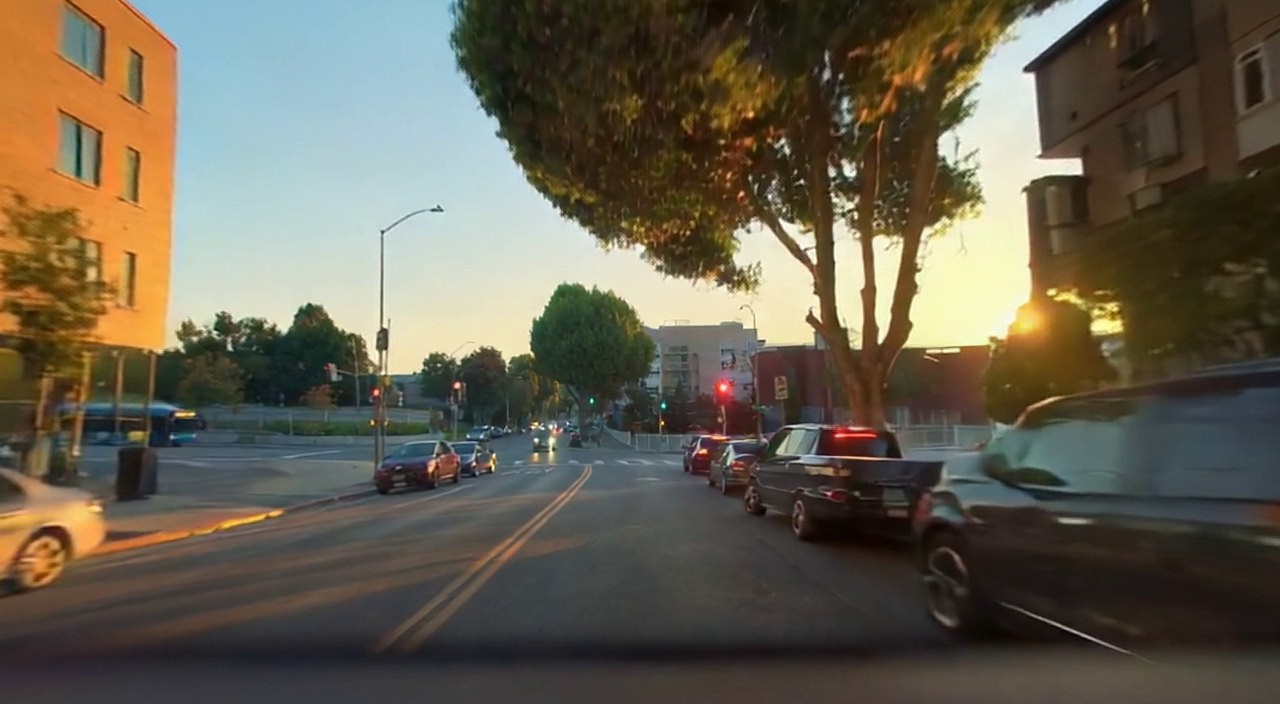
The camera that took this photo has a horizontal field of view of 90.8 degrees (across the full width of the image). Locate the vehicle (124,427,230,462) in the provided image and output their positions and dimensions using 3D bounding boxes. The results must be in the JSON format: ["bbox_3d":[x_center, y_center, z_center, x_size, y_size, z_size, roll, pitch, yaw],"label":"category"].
[{"bbox_3d":[-29.016,5.814,39.741,4.704,2.065,2.328,0,-8,-2],"label":"vehicle"}]

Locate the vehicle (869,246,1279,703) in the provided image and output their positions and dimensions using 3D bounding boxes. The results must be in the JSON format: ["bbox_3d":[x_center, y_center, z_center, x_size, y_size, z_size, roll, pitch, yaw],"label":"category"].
[{"bbox_3d":[2.765,0.760,2.589,1.954,1.845,4.682,0,-8,1],"label":"vehicle"}]

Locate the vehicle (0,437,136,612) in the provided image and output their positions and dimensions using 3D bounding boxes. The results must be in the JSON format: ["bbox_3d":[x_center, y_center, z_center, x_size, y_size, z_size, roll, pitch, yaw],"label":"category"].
[{"bbox_3d":[-6.646,1.421,4.586,2.033,1.523,4.867,-3,-8,-1],"label":"vehicle"}]

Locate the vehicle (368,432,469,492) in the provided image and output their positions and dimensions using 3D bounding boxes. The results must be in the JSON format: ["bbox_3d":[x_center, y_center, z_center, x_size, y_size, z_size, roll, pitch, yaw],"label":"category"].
[{"bbox_3d":[-7.138,3.570,20.854,1.893,1.758,4.019,0,-8,0],"label":"vehicle"}]
